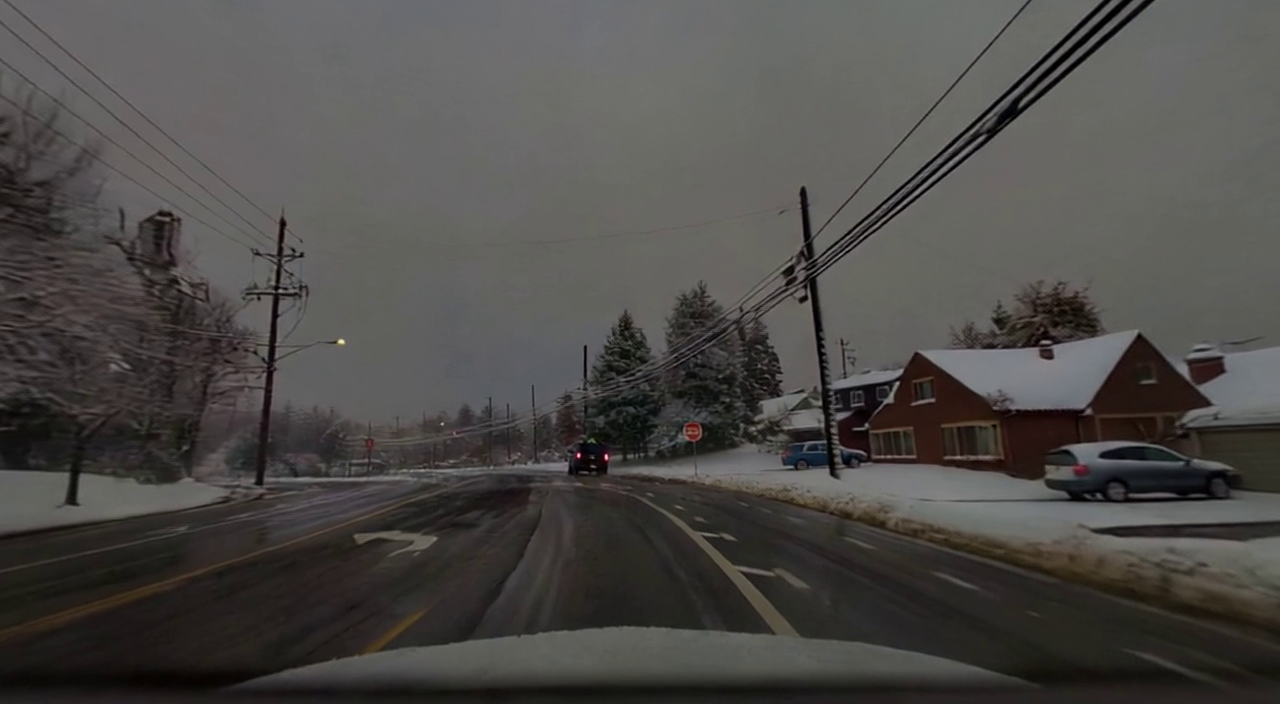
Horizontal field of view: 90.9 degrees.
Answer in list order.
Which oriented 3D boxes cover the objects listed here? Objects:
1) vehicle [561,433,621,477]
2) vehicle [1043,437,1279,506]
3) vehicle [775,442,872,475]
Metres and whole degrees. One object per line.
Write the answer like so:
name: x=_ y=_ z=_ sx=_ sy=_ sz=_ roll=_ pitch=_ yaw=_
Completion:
vehicle: x=-2.470 y=4.902 z=30.520 sx=2.284 sy=1.741 sz=4.702 roll=4 pitch=-7 yaw=-10
vehicle: x=12.429 y=2.798 z=15.007 sx=4.383 sy=1.508 sz=1.884 roll=0 pitch=-8 yaw=-3
vehicle: x=9.791 y=5.675 z=33.777 sx=4.582 sy=1.707 sz=1.934 roll=1 pitch=-9 yaw=-10
